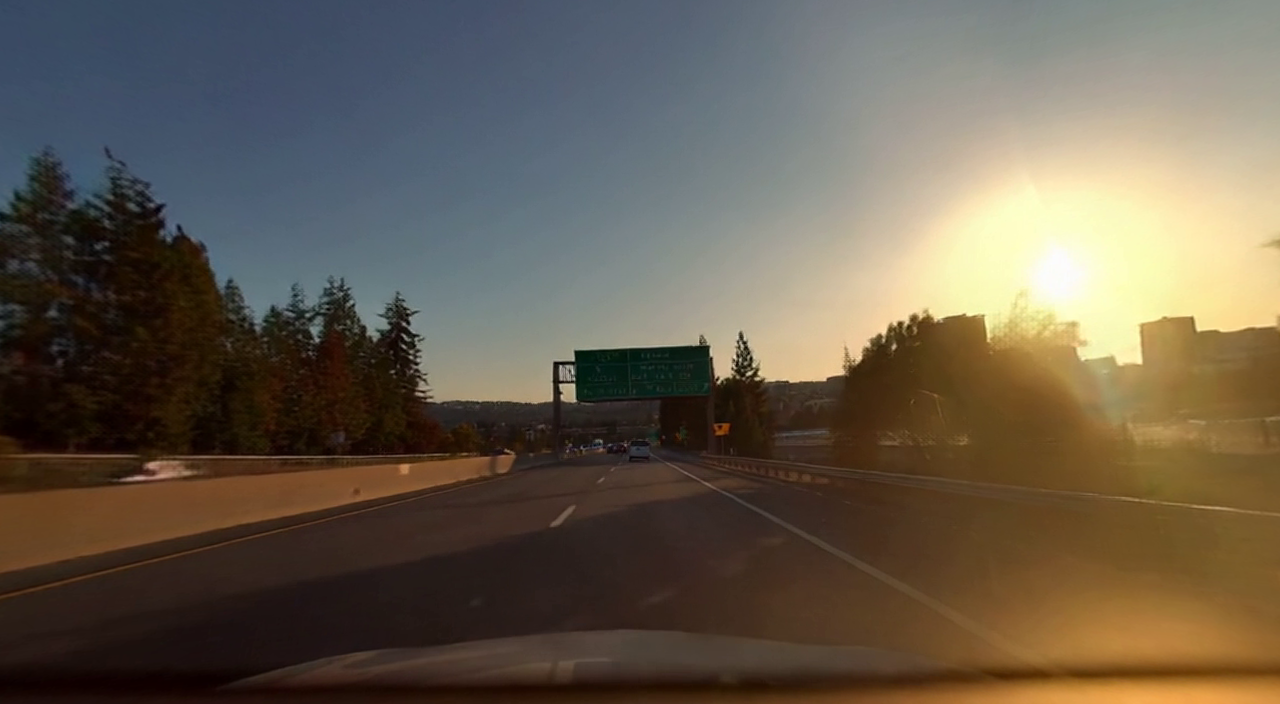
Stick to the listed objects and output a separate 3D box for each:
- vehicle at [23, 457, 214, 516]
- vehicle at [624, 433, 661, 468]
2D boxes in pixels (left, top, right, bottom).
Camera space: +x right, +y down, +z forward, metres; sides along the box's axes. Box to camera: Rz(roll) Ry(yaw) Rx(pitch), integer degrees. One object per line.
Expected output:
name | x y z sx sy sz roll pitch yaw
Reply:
vehicle | -16.055 4.106 19.731 1.909 1.525 4.800 0 -9 -1
vehicle | 0.206 6.432 40.972 2.268 2.122 4.595 -1 -9 1
